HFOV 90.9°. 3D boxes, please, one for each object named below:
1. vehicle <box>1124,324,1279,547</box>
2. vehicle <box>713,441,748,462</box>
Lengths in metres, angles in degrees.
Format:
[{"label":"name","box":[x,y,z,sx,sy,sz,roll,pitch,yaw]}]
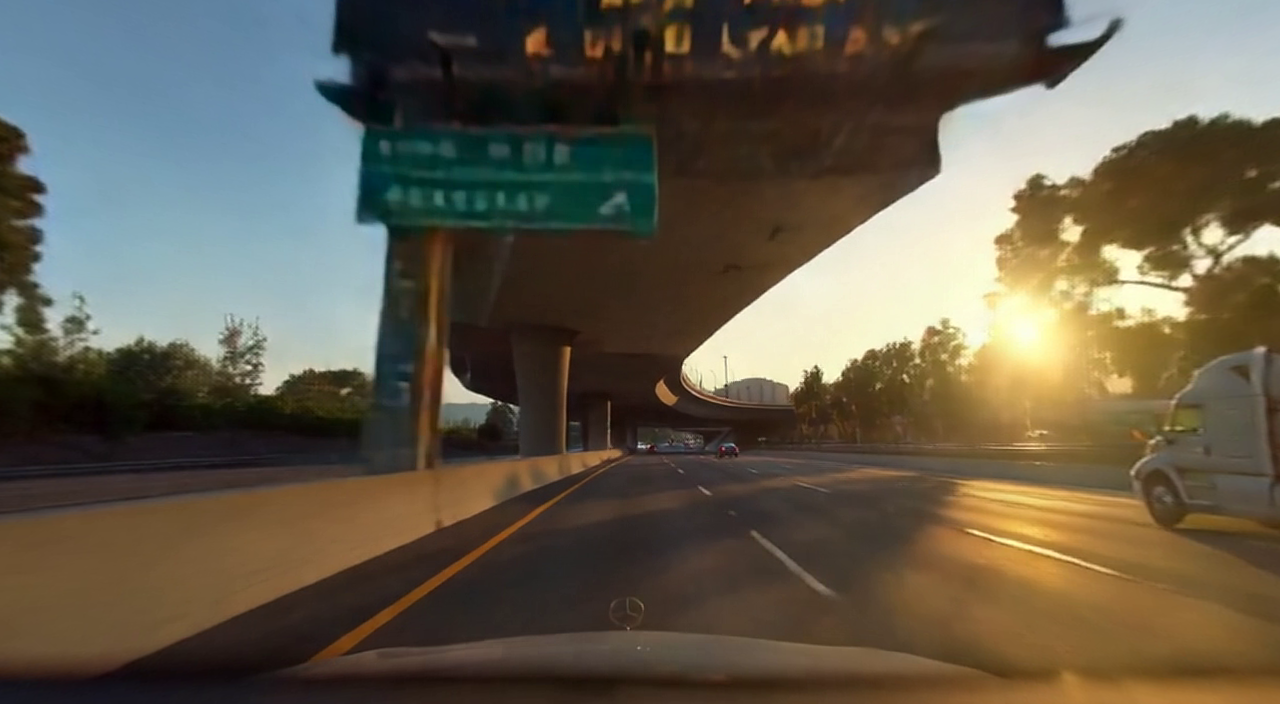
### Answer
[{"label":"vehicle","box":[10.790,0.813,6.471,2.960,3.207,10.950,0,-8,0]},{"label":"vehicle","box":[6.805,7.522,47.804,2.025,1.484,4.208,0,-8,0]}]
